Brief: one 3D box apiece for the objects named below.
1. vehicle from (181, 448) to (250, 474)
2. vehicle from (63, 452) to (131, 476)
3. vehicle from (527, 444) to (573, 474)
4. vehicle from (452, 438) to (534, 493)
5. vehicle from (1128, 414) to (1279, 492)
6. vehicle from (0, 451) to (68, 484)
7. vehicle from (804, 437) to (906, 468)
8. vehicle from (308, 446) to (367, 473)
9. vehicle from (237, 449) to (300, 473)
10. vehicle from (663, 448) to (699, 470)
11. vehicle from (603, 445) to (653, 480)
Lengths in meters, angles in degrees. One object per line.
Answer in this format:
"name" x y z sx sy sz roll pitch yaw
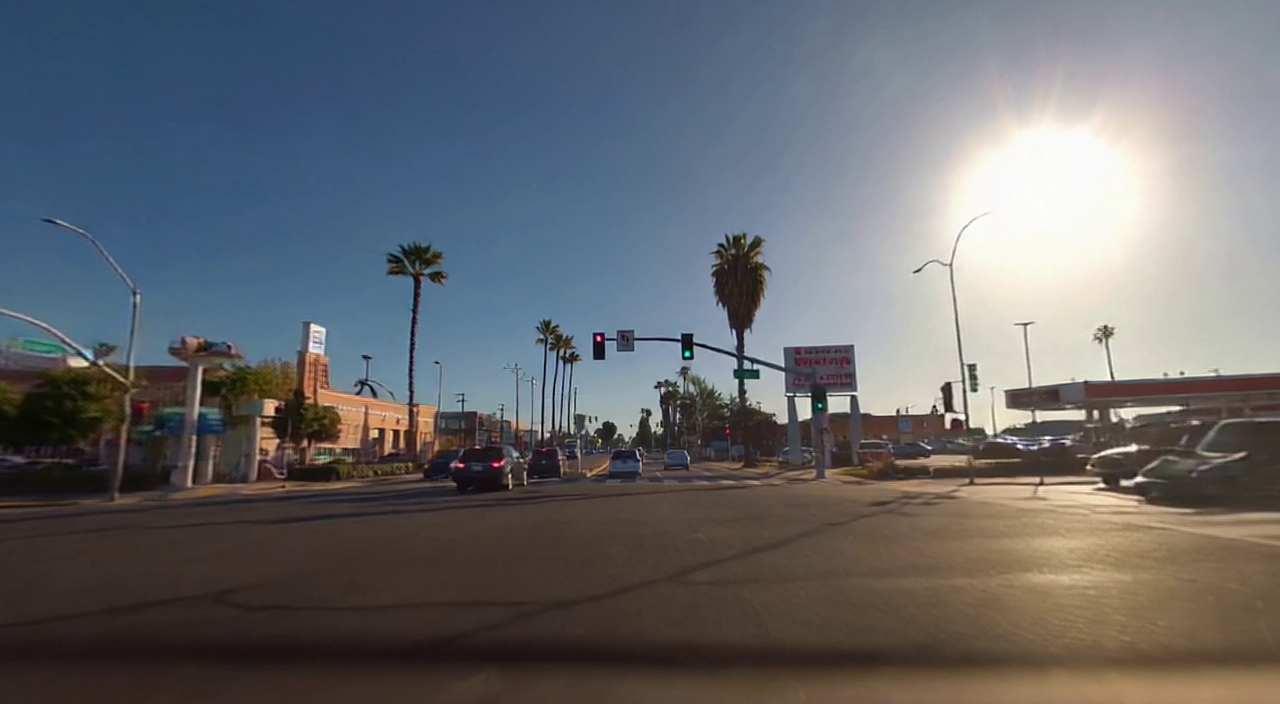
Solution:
"vehicle" -31.093 7.989 46.539 2.009 1.790 4.501 0 -9 -2
"vehicle" -40.325 8.284 47.113 1.791 1.696 3.791 0 -9 -3
"vehicle" -5.326 6.397 38.031 2.060 1.643 4.359 0 -9 1
"vehicle" -5.259 4.068 23.257 2.032 1.747 4.479 -2 -8 -1
"vehicle" 17.107 2.774 17.555 5.173 1.976 2.223 0 -9 0
"vehicle" -33.838 6.179 33.966 1.913 1.638 4.553 0 -9 0
"vehicle" 13.665 6.406 40.440 5.718 1.911 2.088 0 -9 -2
"vehicle" -22.020 7.835 46.302 2.061 1.816 4.979 0 -9 -3
"vehicle" -27.277 8.017 46.618 1.969 1.627 4.508 0 -9 -2
"vehicle" 2.766 7.348 43.666 2.060 1.471 4.168 0 -9 -2
"vehicle" -0.569 5.124 29.686 2.160 1.508 4.319 0 -9 -1
